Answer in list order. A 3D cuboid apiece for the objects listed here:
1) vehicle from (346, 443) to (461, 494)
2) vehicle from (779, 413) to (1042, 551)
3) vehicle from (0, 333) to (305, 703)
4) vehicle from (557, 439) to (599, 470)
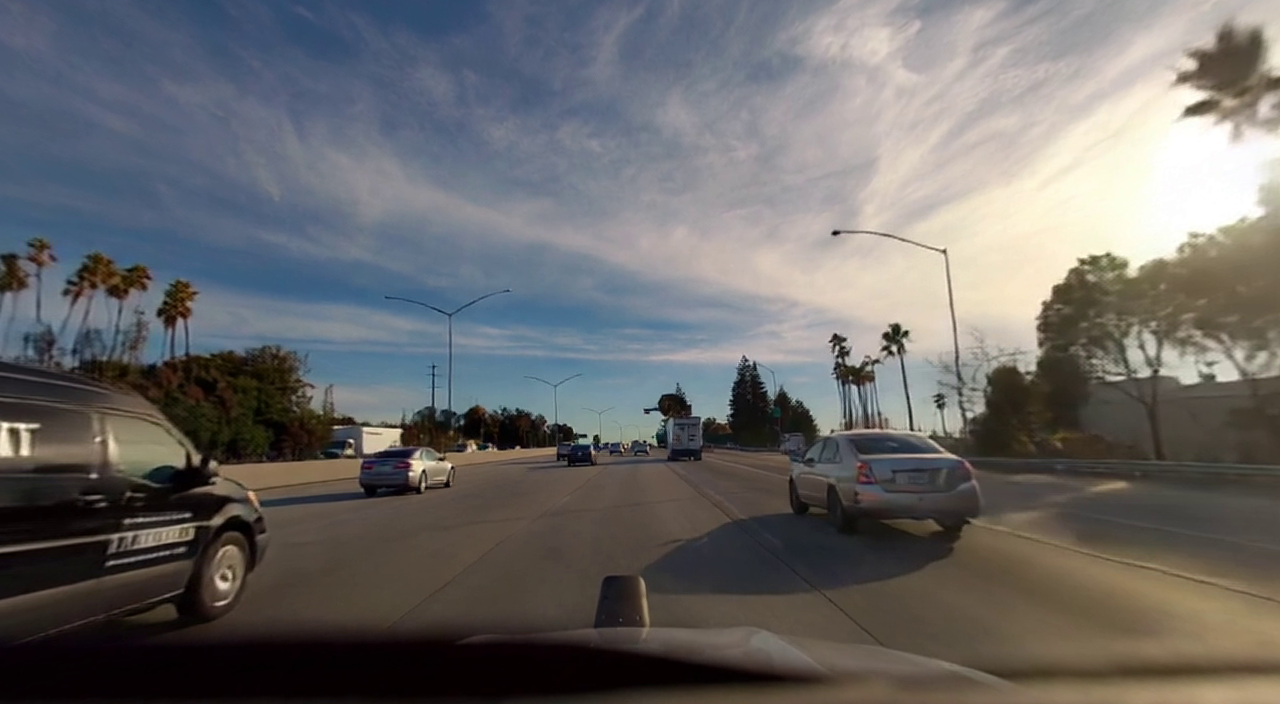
[{"bbox_3d":[-7.587,3.765,20.737,2.050,1.487,4.372,0,-9,1],"label":"vehicle"},{"bbox_3d":[3.800,1.927,9.981,2.124,1.674,4.494,0,-9,0],"label":"vehicle"},{"bbox_3d":[-4.082,0.832,2.809,2.215,1.859,5.375,0,-9,0],"label":"vehicle"},{"bbox_3d":[-3.558,5.961,36.786,2.017,1.683,4.094,0,-9,0],"label":"vehicle"}]
